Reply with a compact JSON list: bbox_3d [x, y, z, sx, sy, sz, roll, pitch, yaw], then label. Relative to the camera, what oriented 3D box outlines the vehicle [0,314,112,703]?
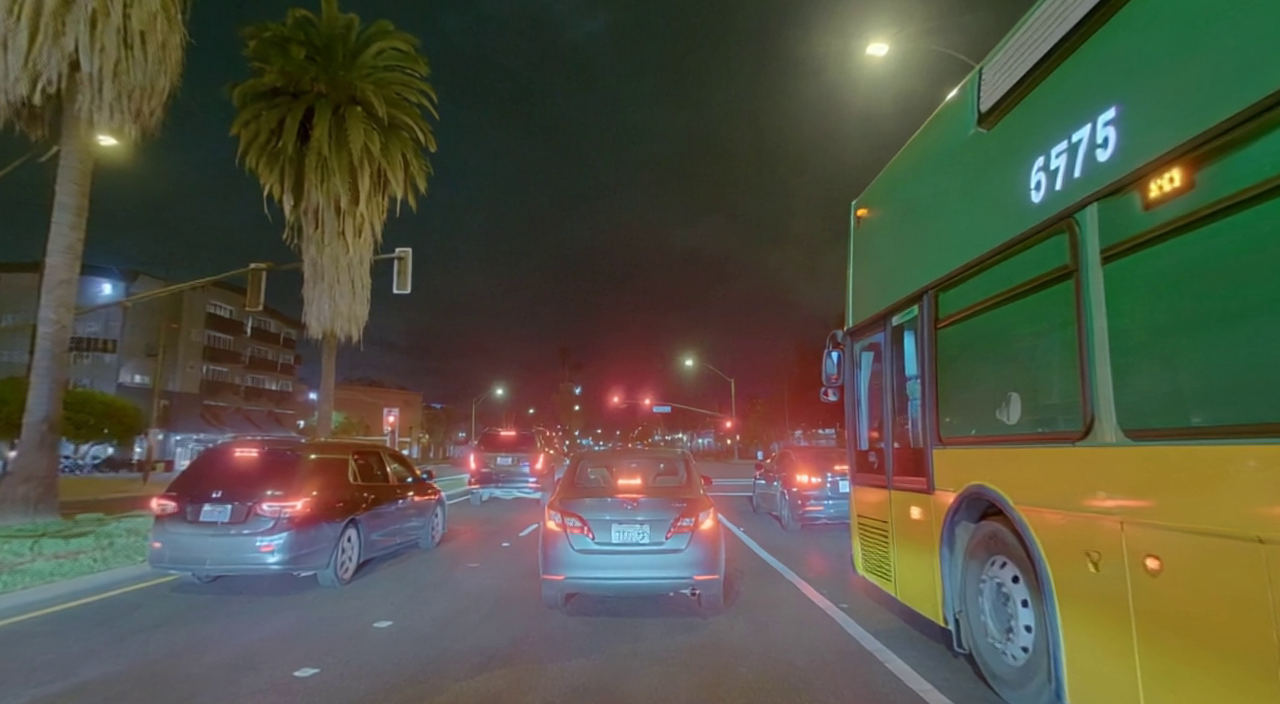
[{"bbox_3d":[-3.569,0.468,0.338,2.145,1.824,4.974,0,-9,2],"label":"vehicle"}]

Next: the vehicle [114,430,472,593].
[{"bbox_3d":[-3.628,1.721,7.705,1.919,1.415,4.178,0,-9,1],"label":"vehicle"}]

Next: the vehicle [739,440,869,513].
[{"bbox_3d":[3.704,2.879,15.168,1.989,1.467,4.364,0,-9,1],"label":"vehicle"}]

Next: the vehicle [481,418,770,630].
[{"bbox_3d":[-0.113,1.521,6.503,2.060,1.499,3.831,0,-9,0],"label":"vehicle"}]
